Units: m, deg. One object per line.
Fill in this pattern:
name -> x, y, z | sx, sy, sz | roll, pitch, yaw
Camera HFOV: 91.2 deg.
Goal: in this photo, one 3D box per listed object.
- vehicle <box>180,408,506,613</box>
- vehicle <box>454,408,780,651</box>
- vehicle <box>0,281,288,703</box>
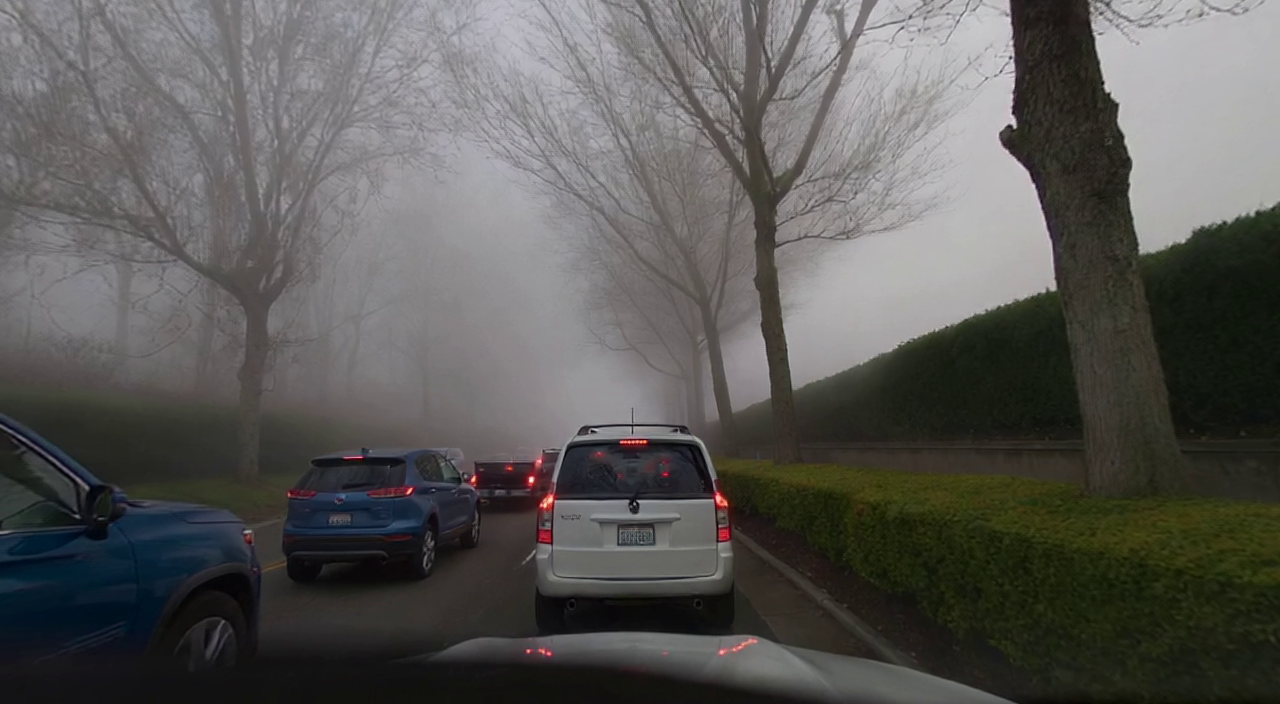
vehicle -> -3.392, 1.851, 8.310 | 2.256, 1.728, 4.421 | -6, -8, -2
vehicle -> -0.169, 1.493, 6.234 | 2.154, 1.581, 4.007 | 0, -9, 0
vehicle -> -3.280, 0.674, 1.266 | 2.205, 1.913, 5.327 | -6, -8, -2
